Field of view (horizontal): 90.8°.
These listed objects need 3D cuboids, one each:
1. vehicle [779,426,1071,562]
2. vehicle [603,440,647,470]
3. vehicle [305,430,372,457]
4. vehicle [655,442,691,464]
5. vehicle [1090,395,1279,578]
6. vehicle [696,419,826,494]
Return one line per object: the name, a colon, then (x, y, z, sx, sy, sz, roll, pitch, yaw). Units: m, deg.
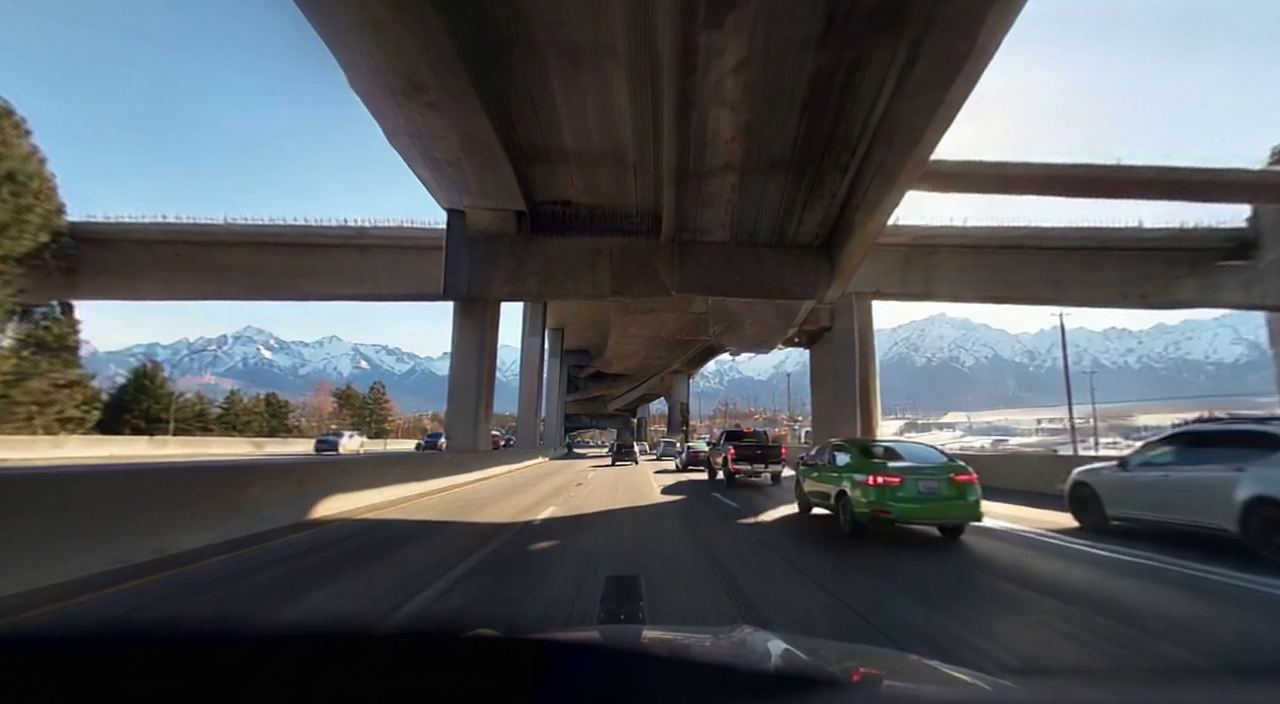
vehicle: (3.760, 1.968, 9.630, 2.048, 1.497, 4.952, 0, -9, -1)
vehicle: (-0.840, 5.690, 35.161, 2.266, 1.549, 3.978, 0, -8, -2)
vehicle: (-19.623, 5.979, 41.364, 2.111, 1.654, 4.790, 0, -9, -2)
vehicle: (2.324, 7.298, 45.920, 2.057, 1.517, 4.538, 0, -9, -4)
vehicle: (7.783, 1.344, 6.223, 2.210, 1.884, 5.878, 0, -9, -2)
vehicle: (3.699, 3.451, 21.253, 2.747, 2.061, 7.011, 0, -9, -2)
